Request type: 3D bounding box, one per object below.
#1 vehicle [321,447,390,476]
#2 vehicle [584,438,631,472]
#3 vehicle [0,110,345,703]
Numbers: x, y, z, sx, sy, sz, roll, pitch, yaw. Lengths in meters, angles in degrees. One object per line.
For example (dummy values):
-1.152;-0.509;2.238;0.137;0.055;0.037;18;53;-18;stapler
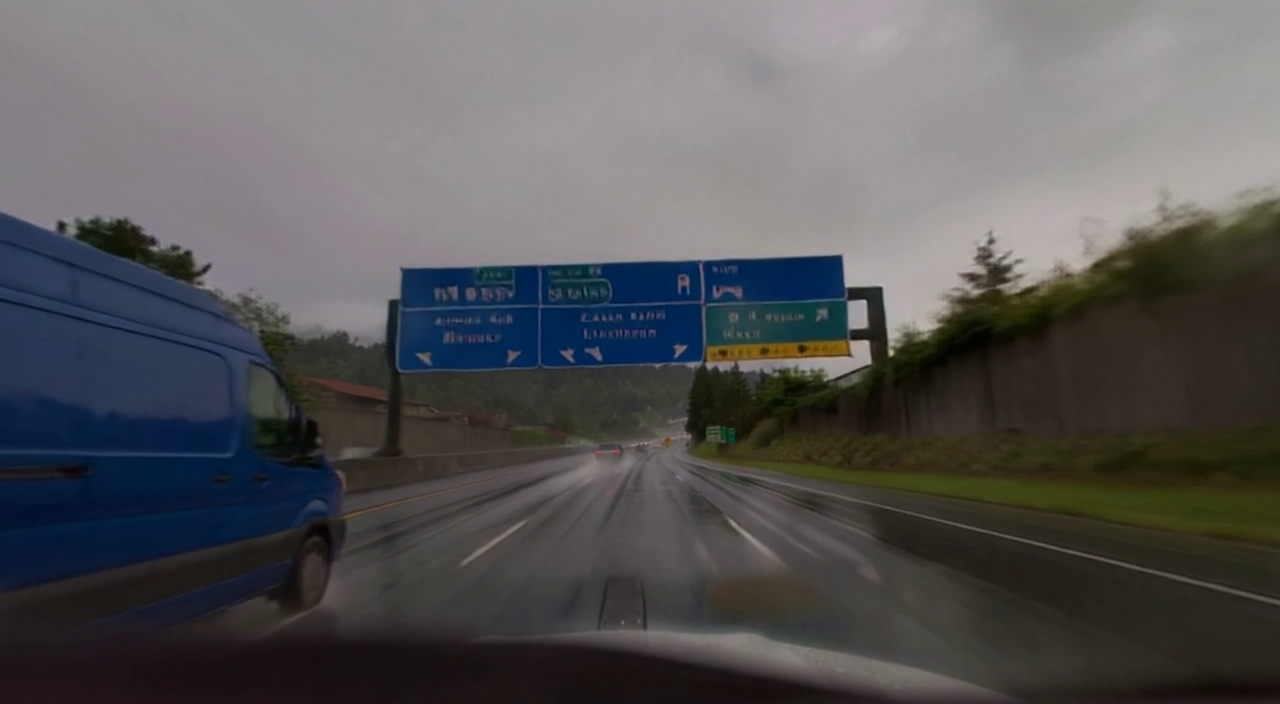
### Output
-16.345;6.297;36.478;1.893;1.505;4.505;0;-9;0;vehicle
-1.661;5.496;33.814;2.183;1.662;3.968;0;-9;2;vehicle
-4.083;0.309;2.999;2.382;2.736;5.982;0;-9;0;vehicle
